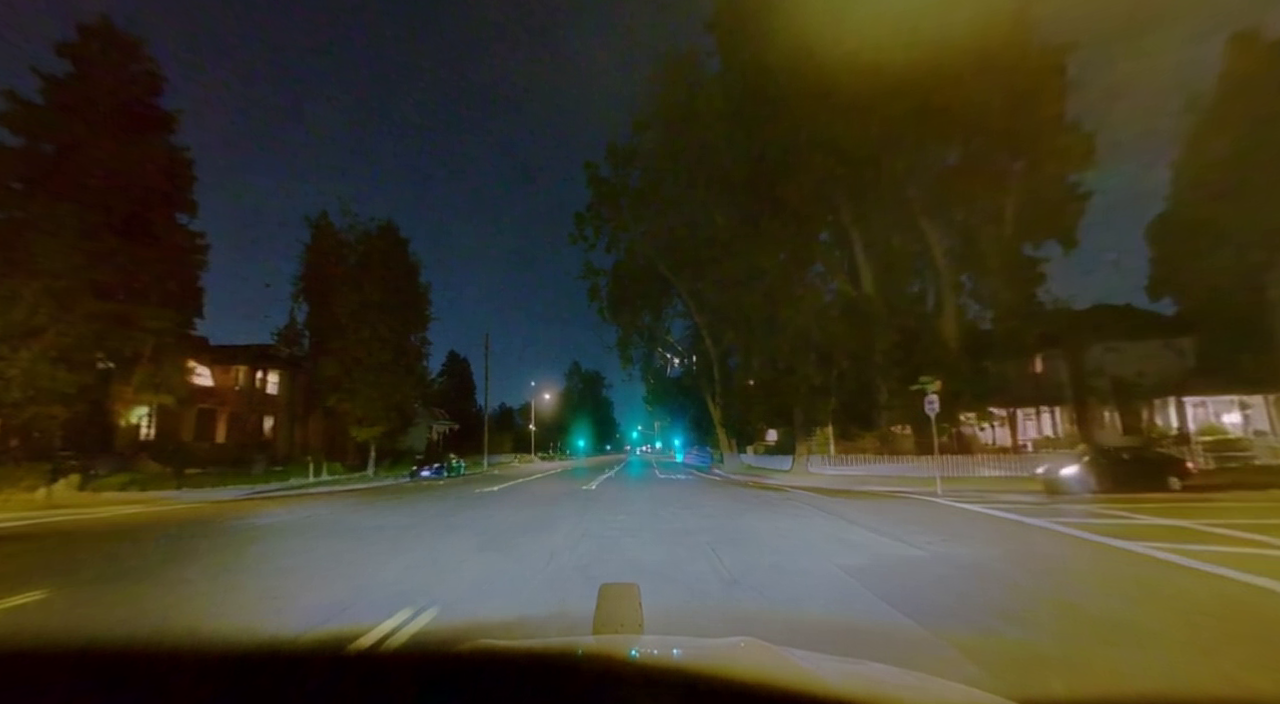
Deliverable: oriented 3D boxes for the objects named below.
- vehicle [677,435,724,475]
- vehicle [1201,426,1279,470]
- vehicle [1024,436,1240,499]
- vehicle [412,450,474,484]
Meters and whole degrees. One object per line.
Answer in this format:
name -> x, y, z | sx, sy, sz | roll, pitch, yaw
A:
vehicle -> 3.772, 6.618, 40.658 | 2.504, 2.114, 6.073 | 6, -9, 3
vehicle -> 27.071, 4.092, 26.978 | 2.000, 1.773, 4.469 | 1, -8, -1
vehicle -> 14.382, 3.386, 18.714 | 4.635, 1.706, 1.954 | 0, -9, 2
vehicle -> -10.933, 6.386, 35.411 | 2.049, 1.527, 4.677 | -4, -8, -1
